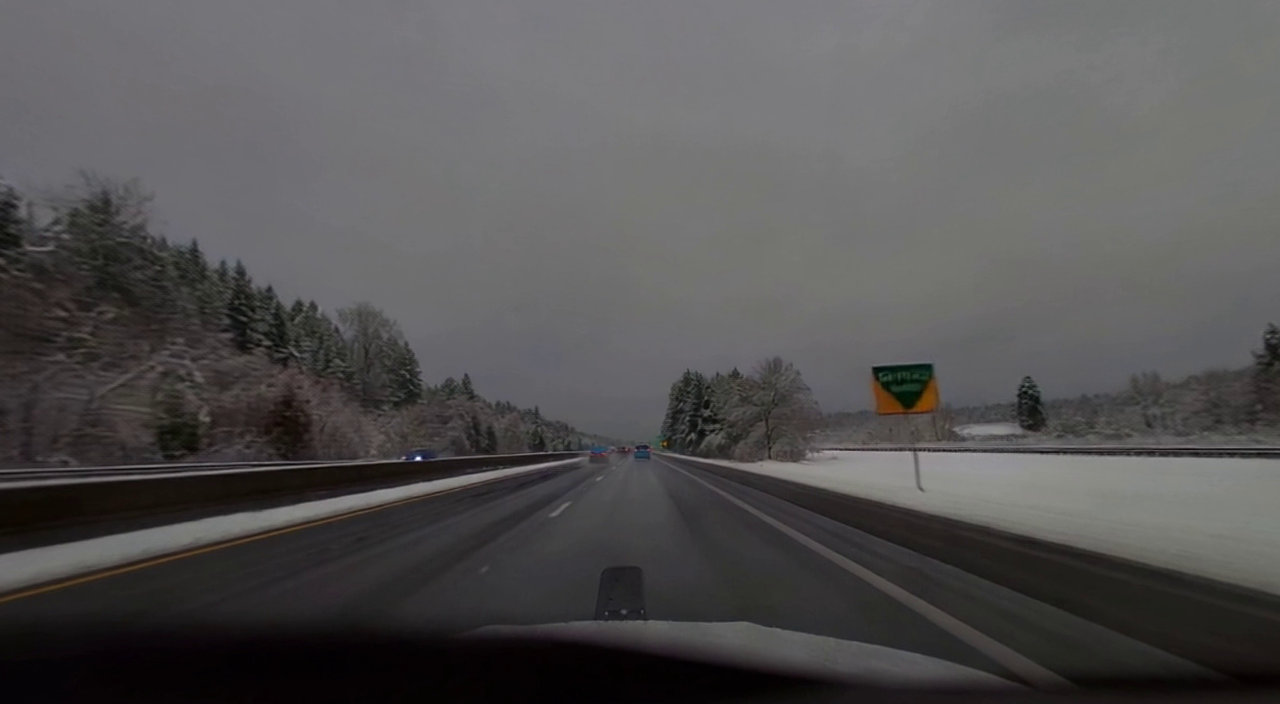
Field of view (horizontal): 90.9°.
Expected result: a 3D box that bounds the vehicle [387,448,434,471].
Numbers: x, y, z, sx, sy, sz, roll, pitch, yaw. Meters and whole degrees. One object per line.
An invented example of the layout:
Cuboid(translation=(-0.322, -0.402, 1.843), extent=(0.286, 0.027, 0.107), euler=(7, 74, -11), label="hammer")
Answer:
Cuboid(translation=(-15.269, 7.149, 42.071), extent=(1.728, 1.452, 3.600), euler=(0, -9, 2), label="vehicle")
